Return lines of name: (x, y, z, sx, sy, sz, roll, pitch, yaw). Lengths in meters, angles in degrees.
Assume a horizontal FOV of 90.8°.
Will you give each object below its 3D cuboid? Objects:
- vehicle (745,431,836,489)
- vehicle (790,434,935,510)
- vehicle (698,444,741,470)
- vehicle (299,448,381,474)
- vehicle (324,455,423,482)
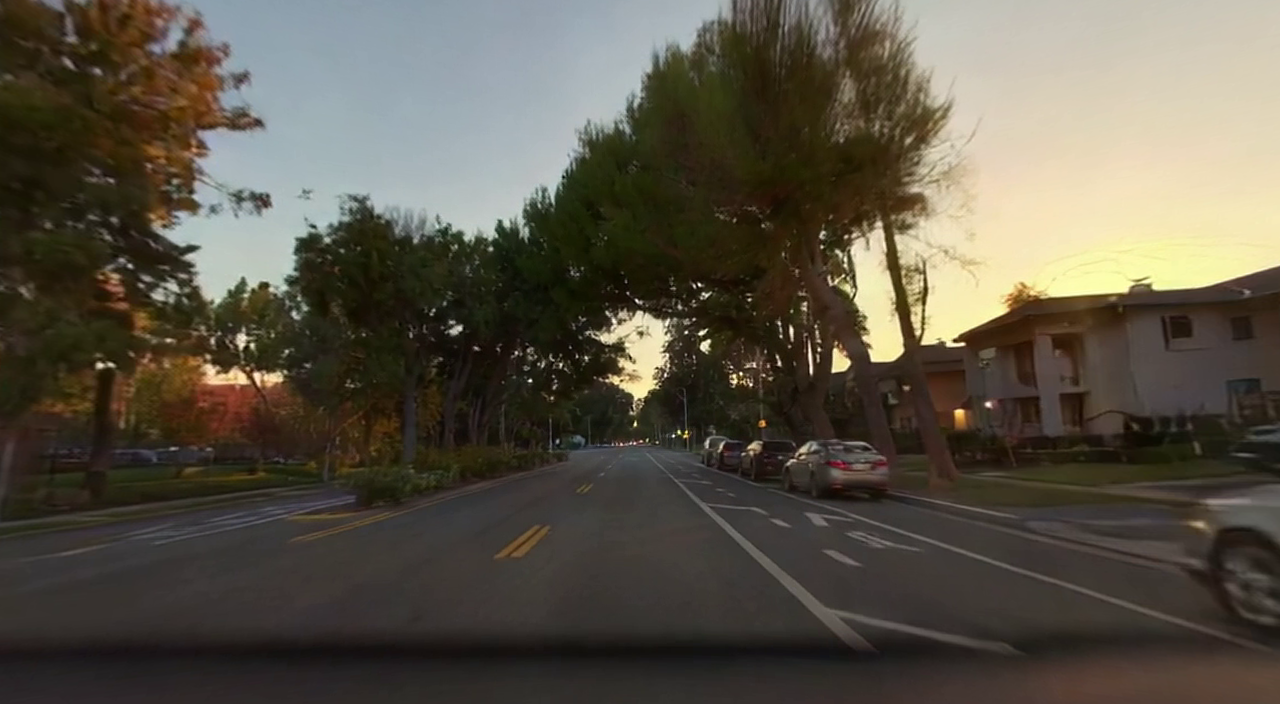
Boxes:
vehicle: (4.930, 3.606, 21.348, 2.028, 1.731, 4.241, 0, -8, 0)
vehicle: (5.046, 2.755, 14.946, 1.837, 1.532, 3.886, 0, -8, -3)
vehicle: (4.645, 6.171, 37.500, 1.935, 1.433, 4.241, 0, -8, -1)
vehicle: (-22.954, 8.314, 48.382, 5.368, 1.867, 2.307, 5, -10, -29)
vehicle: (-15.443, 6.771, 36.877, 4.826, 1.491, 2.086, 0, -8, -3)
